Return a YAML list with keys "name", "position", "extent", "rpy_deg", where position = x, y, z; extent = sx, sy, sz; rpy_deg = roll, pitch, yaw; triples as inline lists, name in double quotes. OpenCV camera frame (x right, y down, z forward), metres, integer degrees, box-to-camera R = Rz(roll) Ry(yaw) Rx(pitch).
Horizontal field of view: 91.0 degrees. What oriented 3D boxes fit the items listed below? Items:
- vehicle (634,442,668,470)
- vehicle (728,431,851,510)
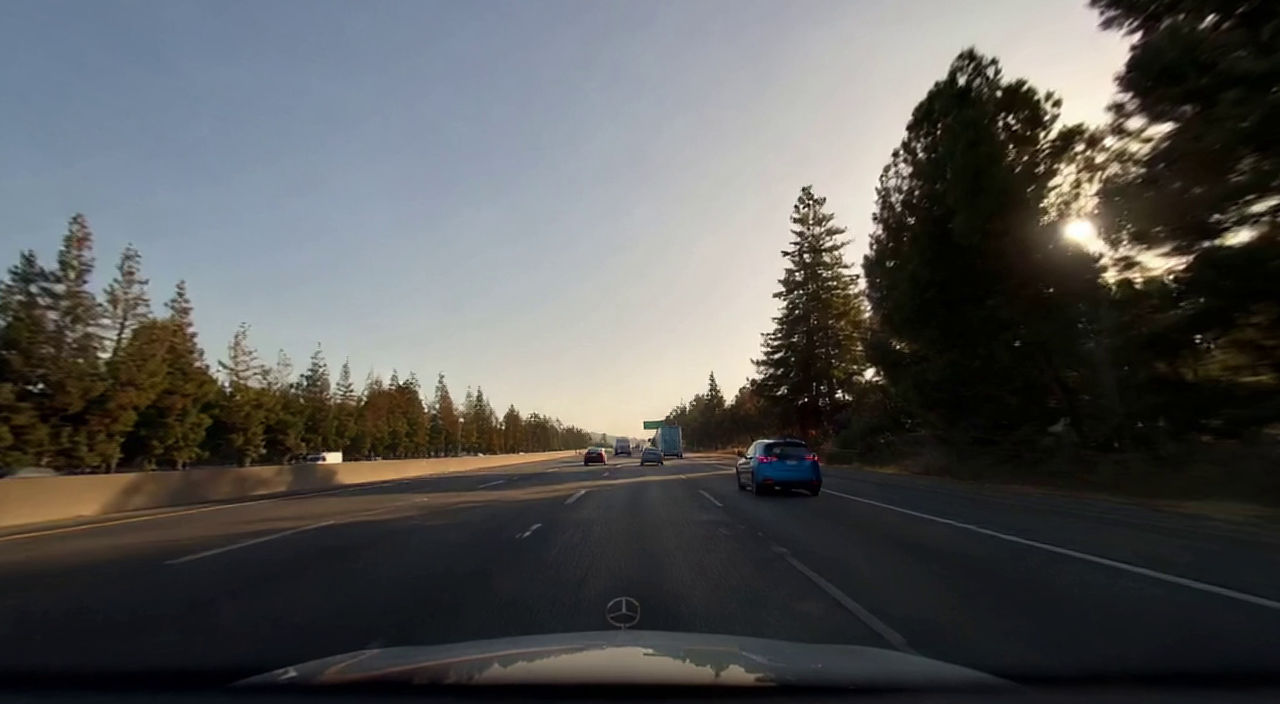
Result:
- name: "vehicle"
  position: [0.719, 7.055, 42.920]
  extent: [2.205, 1.785, 4.423]
  rpy_deg: [0, -9, 0]
- name: "vehicle"
  position: [3.639, 2.981, 16.245]
  extent: [2.082, 1.720, 4.393]
  rpy_deg: [0, -9, 0]
